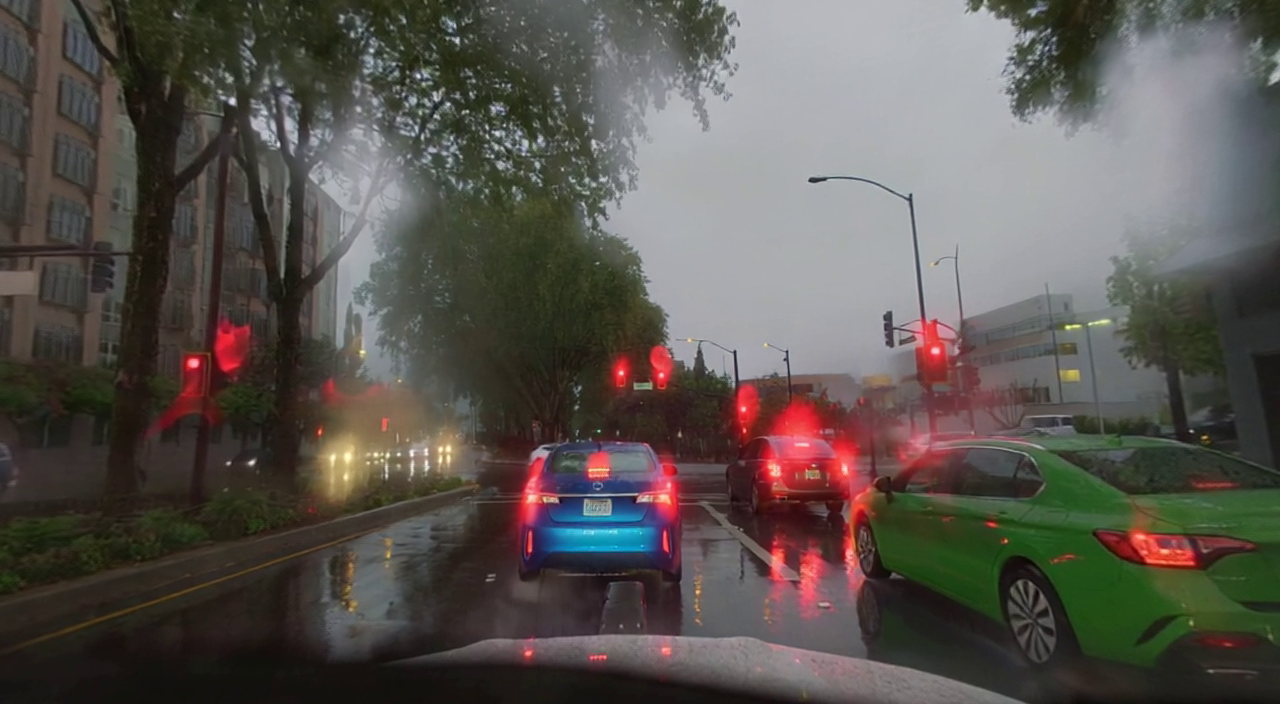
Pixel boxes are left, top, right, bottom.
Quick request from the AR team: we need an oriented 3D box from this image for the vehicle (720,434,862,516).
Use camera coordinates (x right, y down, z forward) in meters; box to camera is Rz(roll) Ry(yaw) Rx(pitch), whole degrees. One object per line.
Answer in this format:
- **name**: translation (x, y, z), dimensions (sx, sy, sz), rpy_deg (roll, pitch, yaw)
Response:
- **vehicle**: translation (3.156, 2.673, 14.303), dimensions (2.026, 1.549, 4.559), rpy_deg (0, -8, -1)

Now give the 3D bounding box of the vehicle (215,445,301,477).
- **vehicle**: translation (-21.648, 6.168, 36.042), dimensions (1.935, 1.701, 4.590), rpy_deg (0, -8, 1)

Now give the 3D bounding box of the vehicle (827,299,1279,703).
- **vehicle**: translation (3.577, 1.107, 5.053), dimensions (2.572, 1.945, 5.065), rpy_deg (0, -8, 0)

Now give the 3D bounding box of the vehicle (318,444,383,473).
- **vehicle**: translation (-17.918, 6.565, 39.327), dimensions (1.976, 1.667, 4.274), rpy_deg (0, -8, 0)

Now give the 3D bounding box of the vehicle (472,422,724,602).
- **vehicle**: translation (-0.370, 1.651, 7.380), dimensions (2.143, 1.520, 3.848), rpy_deg (0, -8, 0)
